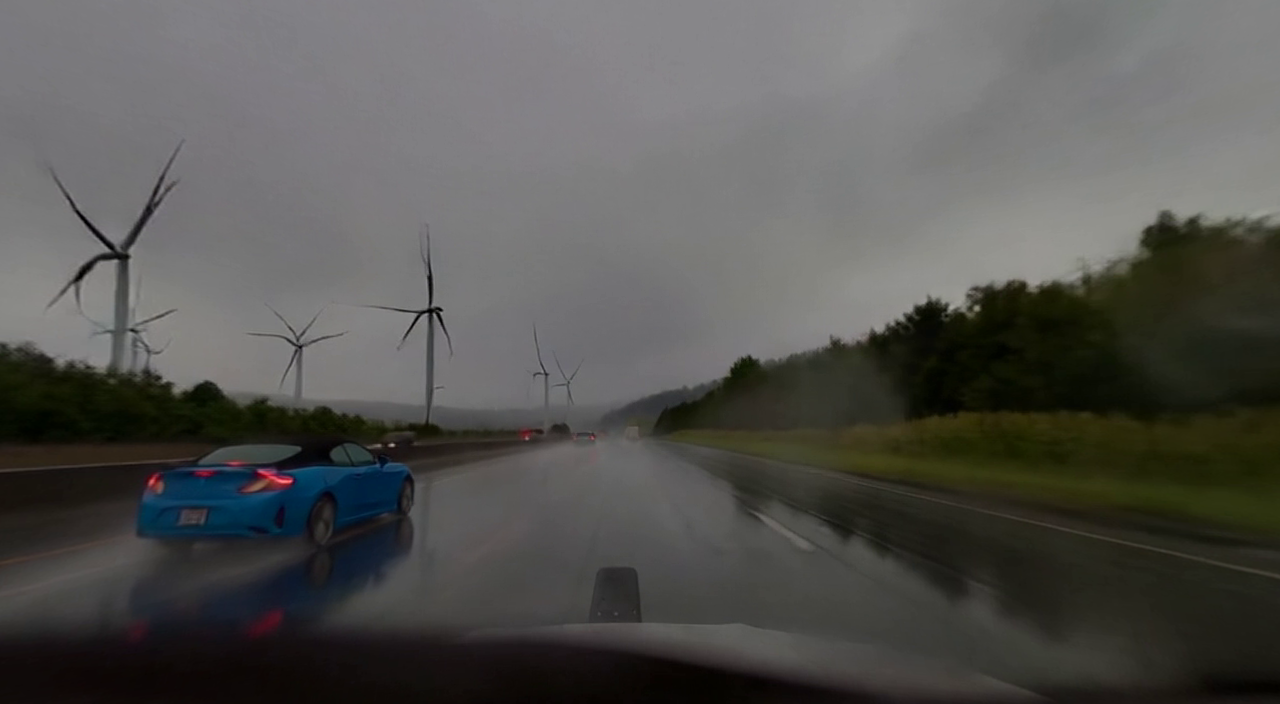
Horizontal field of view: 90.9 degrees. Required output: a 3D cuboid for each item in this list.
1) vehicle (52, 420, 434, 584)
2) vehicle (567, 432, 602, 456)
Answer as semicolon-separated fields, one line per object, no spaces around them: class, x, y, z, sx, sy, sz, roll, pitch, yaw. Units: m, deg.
vehicle;-4.158;1.597;7.648;1.969;1.413;4.194;0;-8;-1
vehicle;-3.621;6.058;41.542;2.024;1.456;3.754;0;-8;-1
